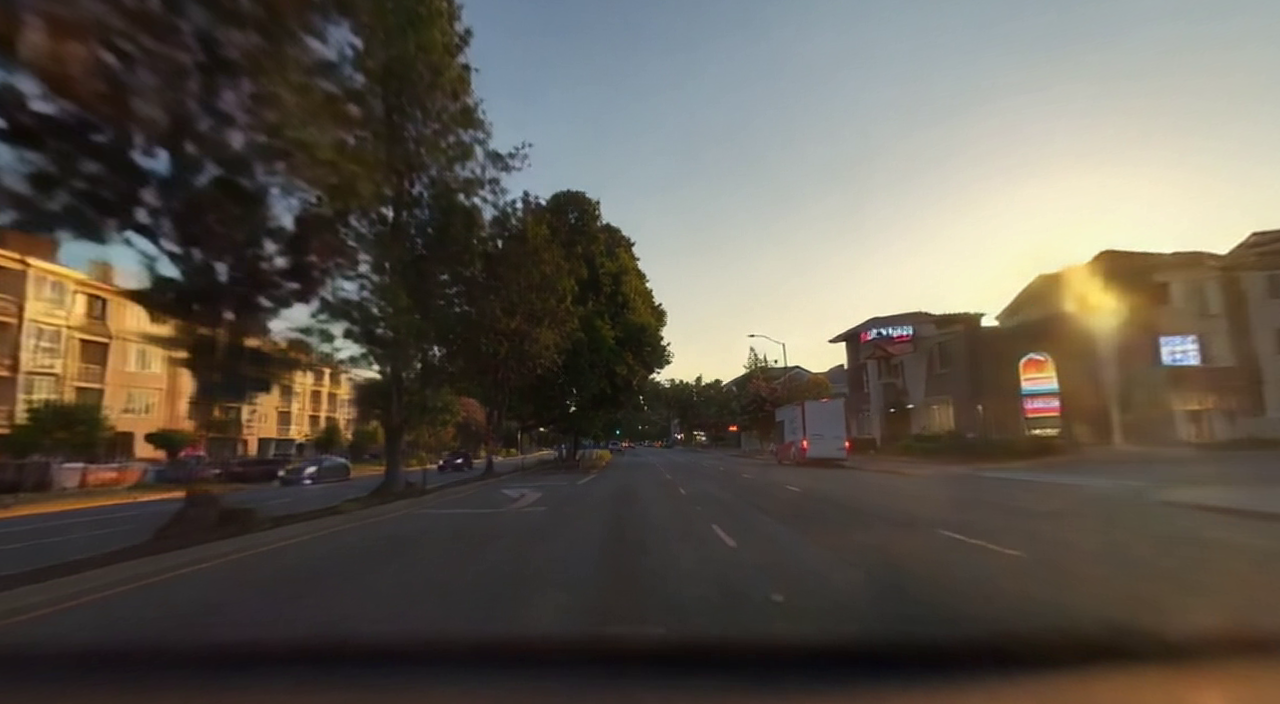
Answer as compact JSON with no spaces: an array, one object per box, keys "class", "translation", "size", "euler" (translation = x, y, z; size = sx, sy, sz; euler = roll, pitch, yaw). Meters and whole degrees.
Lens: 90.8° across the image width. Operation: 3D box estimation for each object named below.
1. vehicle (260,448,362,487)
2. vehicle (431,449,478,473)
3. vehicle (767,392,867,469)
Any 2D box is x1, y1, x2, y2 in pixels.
[{"class":"vehicle","translation":[-14.693,5.240,28.548],"size":[1.841,1.543,4.680],"euler":[-2,-11,4]},{"class":"vehicle","translation":[-12.437,7.307,42.626],"size":[1.901,1.465,4.604],"euler":[0,-8,-2]},{"class":"vehicle","translation":[9.818,4.620,36.297],"size":[3.174,3.794,9.019],"euler":[-1,-9,1]}]
